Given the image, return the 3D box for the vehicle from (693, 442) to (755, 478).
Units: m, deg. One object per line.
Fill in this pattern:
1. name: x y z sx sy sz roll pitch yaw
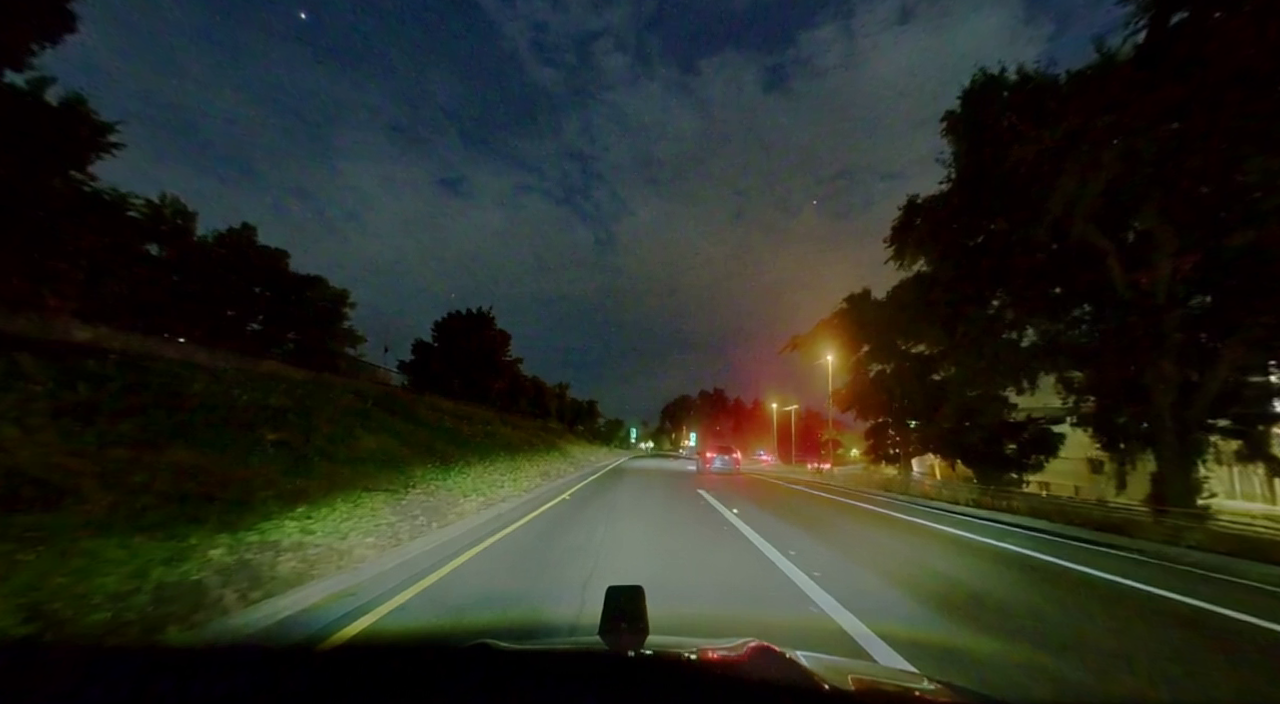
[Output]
1. vehicle: 3.701 4.846 28.662 1.956 1.473 4.640 0 -8 -3
